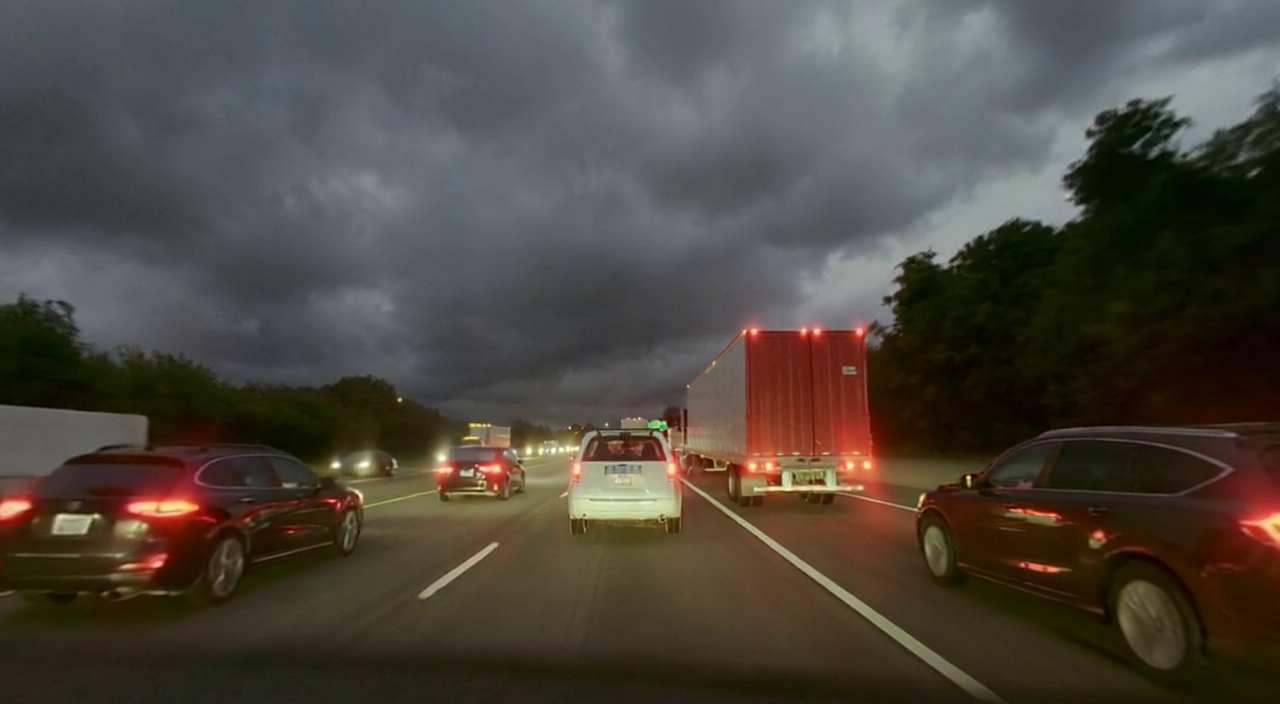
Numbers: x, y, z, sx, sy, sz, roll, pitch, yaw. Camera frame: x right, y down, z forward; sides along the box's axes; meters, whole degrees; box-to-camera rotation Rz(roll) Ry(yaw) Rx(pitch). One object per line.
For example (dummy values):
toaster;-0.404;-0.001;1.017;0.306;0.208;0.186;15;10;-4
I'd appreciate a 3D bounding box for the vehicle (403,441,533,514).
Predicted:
vehicle;-3.968;2.971;15.401;1.923;1.503;4.293;0;-9;1

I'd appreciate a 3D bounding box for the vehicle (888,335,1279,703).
vehicle;3.657;1.076;4.225;2.076;1.751;4.666;0;-9;0

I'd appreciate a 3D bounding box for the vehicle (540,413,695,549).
vehicle;-0.311;2.039;10.516;2.037;1.792;4.194;0;-9;0

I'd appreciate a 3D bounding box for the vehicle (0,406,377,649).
vehicle;-4.329;1.477;6.216;1.789;1.620;3.841;0;-9;0

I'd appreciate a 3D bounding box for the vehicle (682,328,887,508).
vehicle;3.786;2.677;22.153;3.186;4.111;15.553;0;-9;-1
